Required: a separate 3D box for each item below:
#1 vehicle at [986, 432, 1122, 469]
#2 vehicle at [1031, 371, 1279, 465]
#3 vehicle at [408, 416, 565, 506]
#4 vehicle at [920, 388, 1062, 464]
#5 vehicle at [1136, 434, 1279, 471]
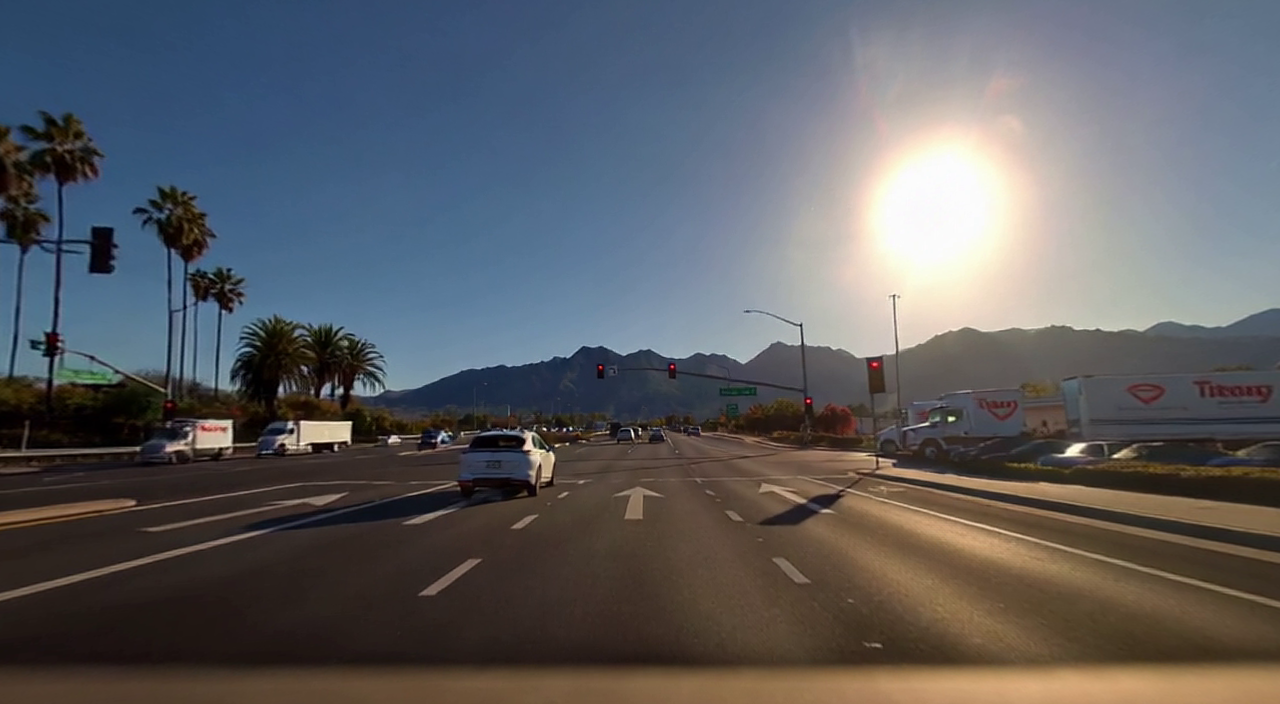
[{"bbox_3d":[19.235,4.599,29.355,4.769,1.638,2.091,0,-9,2],"label":"vehicle"},{"bbox_3d":[30.150,3.454,32.598,16.628,4.605,3.321,-1,-8,6],"label":"vehicle"},{"bbox_3d":[-3.209,2.435,14.300,2.287,1.712,4.537,0,-9,2],"label":"vehicle"},{"bbox_3d":[18.443,4.001,33.350,5.512,3.865,3.002,0,-10,4],"label":"vehicle"},{"bbox_3d":[26.370,4.629,28.960,4.992,1.579,2.193,0,-9,2],"label":"vehicle"}]
